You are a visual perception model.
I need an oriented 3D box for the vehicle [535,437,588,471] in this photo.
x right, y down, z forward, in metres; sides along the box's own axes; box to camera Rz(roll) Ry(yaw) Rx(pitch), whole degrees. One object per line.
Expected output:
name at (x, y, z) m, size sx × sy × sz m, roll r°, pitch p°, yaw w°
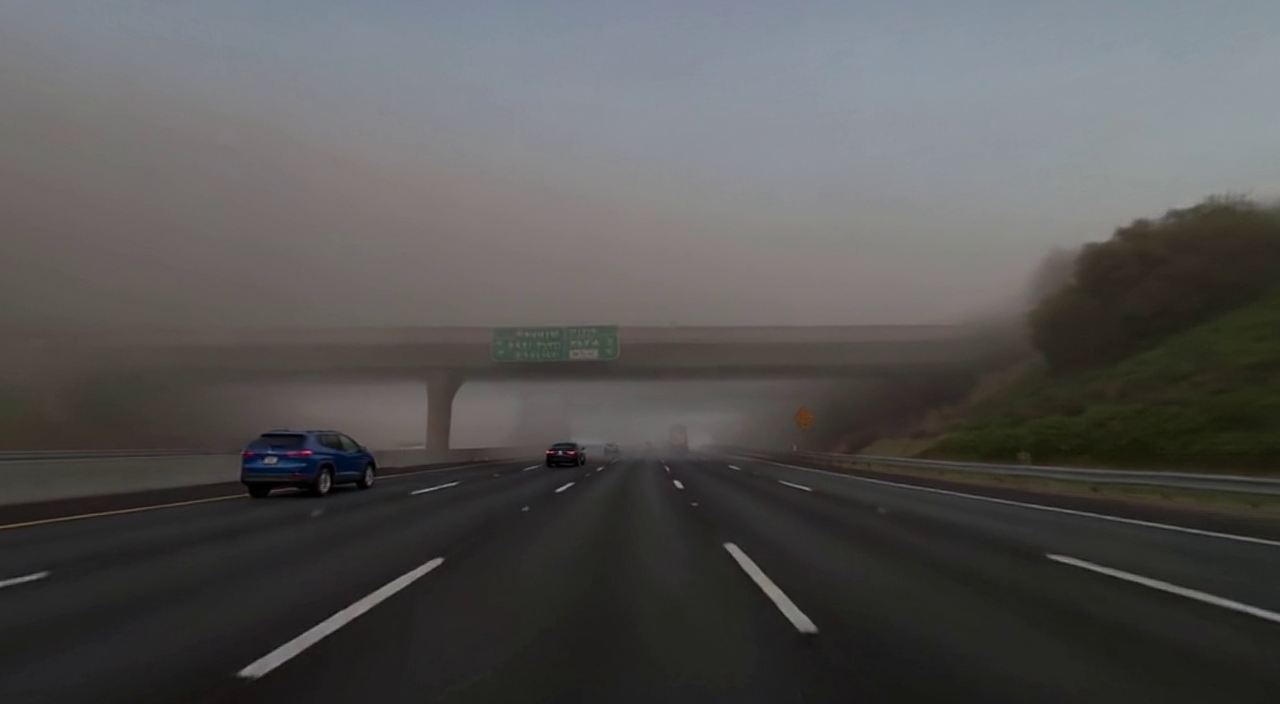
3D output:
vehicle at (-3.726, 4.946, 30.666) m, size 1.925 × 1.509 × 4.363 m, roll 0°, pitch -9°, yaw 1°

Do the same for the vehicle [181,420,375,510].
vehicle at (-7.742, 2.456, 14.096) m, size 1.860 × 1.694 × 4.173 m, roll 0°, pitch -9°, yaw 0°
